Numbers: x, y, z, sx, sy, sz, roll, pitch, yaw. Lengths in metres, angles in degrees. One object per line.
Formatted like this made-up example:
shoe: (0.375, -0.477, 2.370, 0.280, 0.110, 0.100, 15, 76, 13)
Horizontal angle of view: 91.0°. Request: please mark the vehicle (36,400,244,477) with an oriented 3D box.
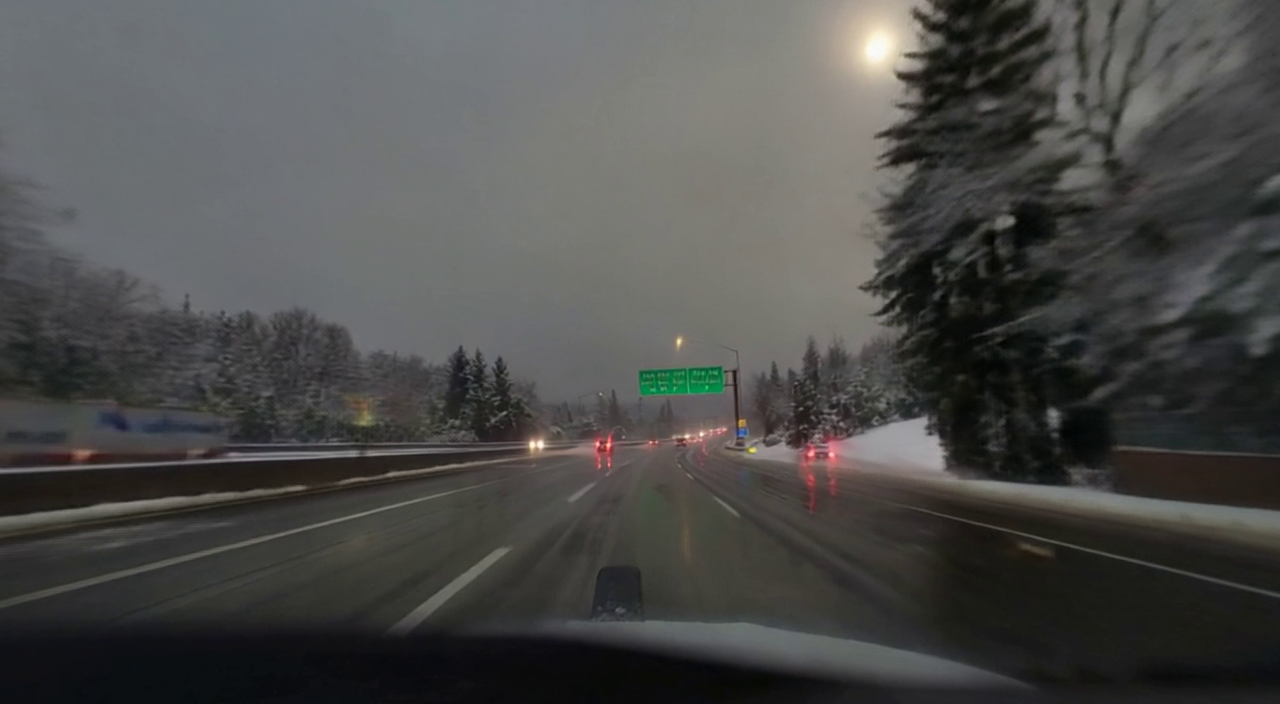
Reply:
vehicle: (-23.341, 4.211, 30.317, 2.785, 3.174, 8.521, -1, -9, 2)
